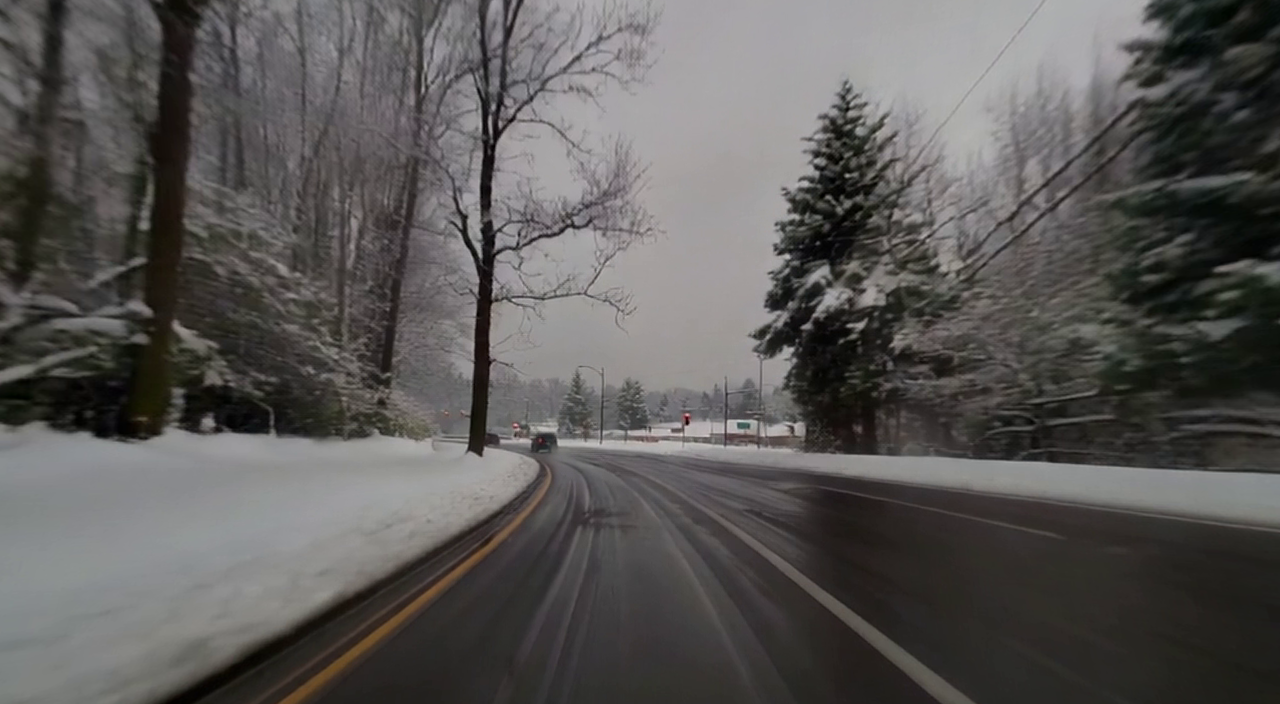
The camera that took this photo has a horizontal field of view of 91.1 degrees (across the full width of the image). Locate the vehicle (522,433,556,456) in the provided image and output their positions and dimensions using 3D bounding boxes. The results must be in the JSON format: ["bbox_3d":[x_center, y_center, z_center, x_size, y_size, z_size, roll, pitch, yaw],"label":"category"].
[{"bbox_3d":[-7.942,7.247,49.070,1.947,1.729,4.051,3,-9,-18],"label":"vehicle"}]
